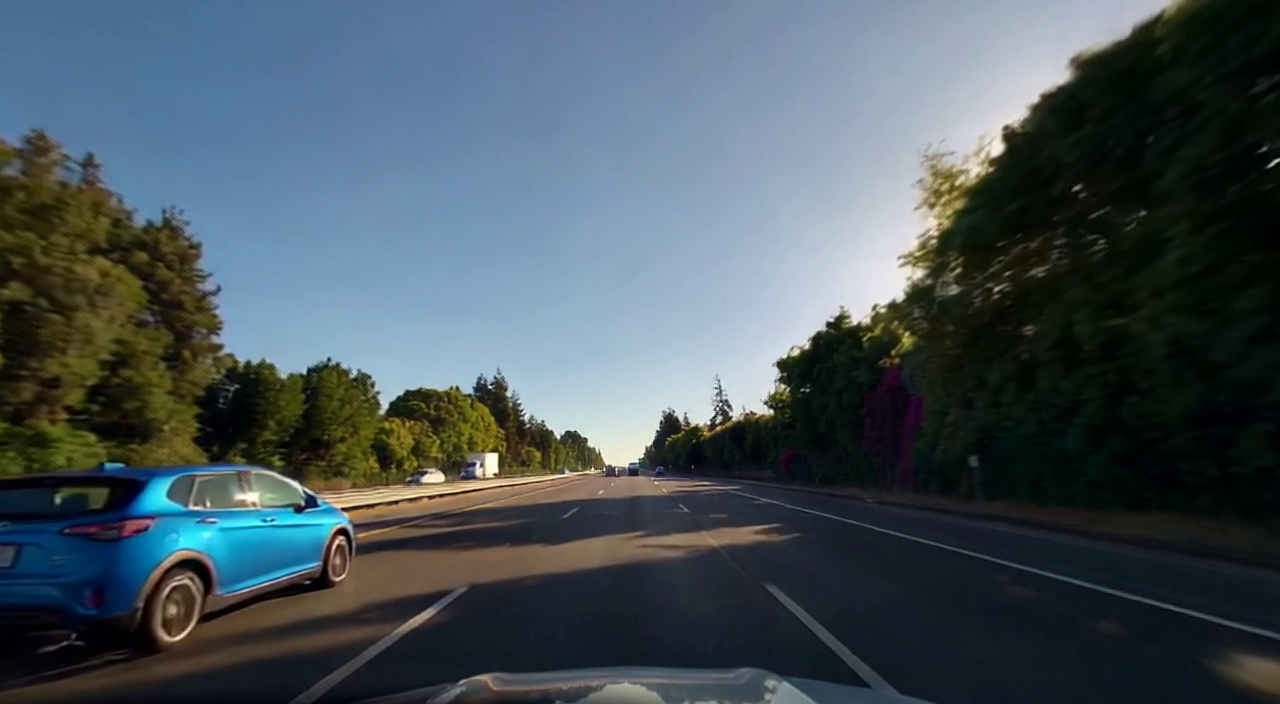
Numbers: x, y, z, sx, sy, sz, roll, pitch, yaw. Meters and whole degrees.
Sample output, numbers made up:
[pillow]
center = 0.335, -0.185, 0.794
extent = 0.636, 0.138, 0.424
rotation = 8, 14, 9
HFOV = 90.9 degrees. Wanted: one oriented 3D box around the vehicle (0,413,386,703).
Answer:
[vehicle]
center = -3.902, 1.441, 5.257
extent = 1.797, 1.532, 4.072
rotation = 1, -10, 0
